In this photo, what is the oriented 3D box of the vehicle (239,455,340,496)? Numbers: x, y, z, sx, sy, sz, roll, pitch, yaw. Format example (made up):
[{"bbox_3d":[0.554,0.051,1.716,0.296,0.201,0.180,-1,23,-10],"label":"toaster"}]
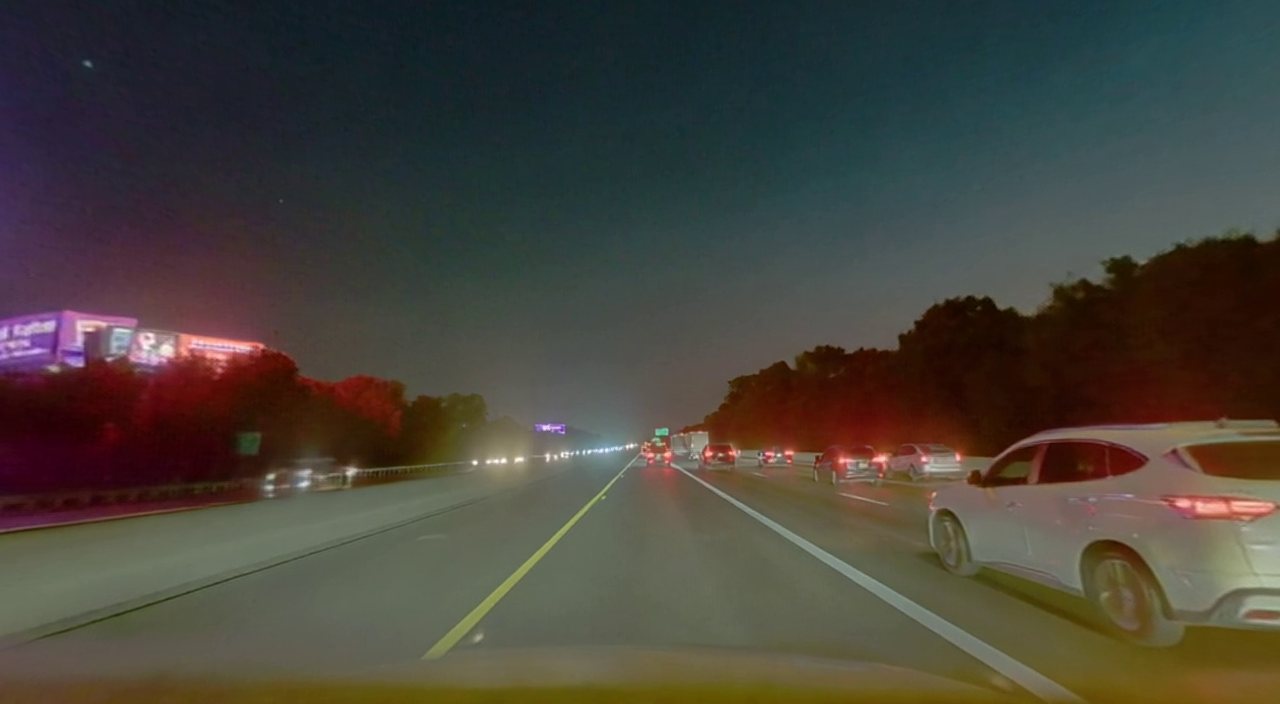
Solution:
[{"bbox_3d":[-16.492,5.796,30.037,2.158,1.692,4.521,-1,-8,1],"label":"vehicle"}]

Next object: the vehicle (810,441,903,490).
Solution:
[{"bbox_3d":[7.643,4.028,22.734,1.807,1.558,4.352,0,-8,0],"label":"vehicle"}]

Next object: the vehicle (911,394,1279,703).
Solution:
[{"bbox_3d":[3.919,1.230,4.482,1.989,1.609,4.355,0,-8,-1],"label":"vehicle"}]

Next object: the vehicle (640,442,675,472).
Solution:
[{"bbox_3d":[1.115,6.787,41.115,2.145,1.832,4.004,-1,-8,1],"label":"vehicle"}]

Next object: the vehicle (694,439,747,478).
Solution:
[{"bbox_3d":[4.129,5.551,33.221,2.075,1.845,4.667,0,-8,-1],"label":"vehicle"}]

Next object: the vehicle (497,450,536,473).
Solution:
[{"bbox_3d":[-9.288,8.258,47.879,1.912,1.610,4.646,-1,-8,1],"label":"vehicle"}]
